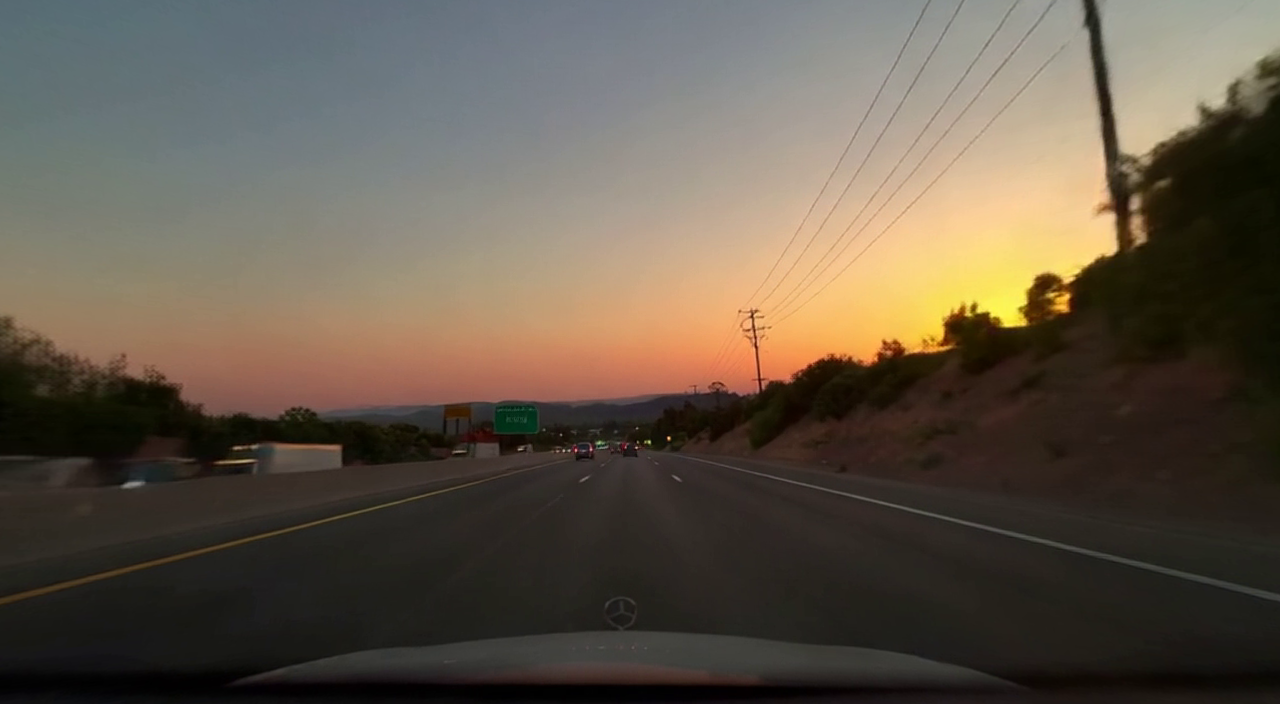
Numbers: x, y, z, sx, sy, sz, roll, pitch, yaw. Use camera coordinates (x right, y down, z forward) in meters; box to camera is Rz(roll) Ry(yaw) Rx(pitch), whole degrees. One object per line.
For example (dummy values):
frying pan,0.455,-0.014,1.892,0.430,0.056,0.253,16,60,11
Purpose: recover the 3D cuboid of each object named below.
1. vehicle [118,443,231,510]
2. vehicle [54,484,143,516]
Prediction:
vehicle,-28.900,7.660,39.560,2.948,3.837,5.129,0,-8,-1
vehicle,-33.383,9.129,39.136,1.813,1.571,4.259,0,-8,-2
